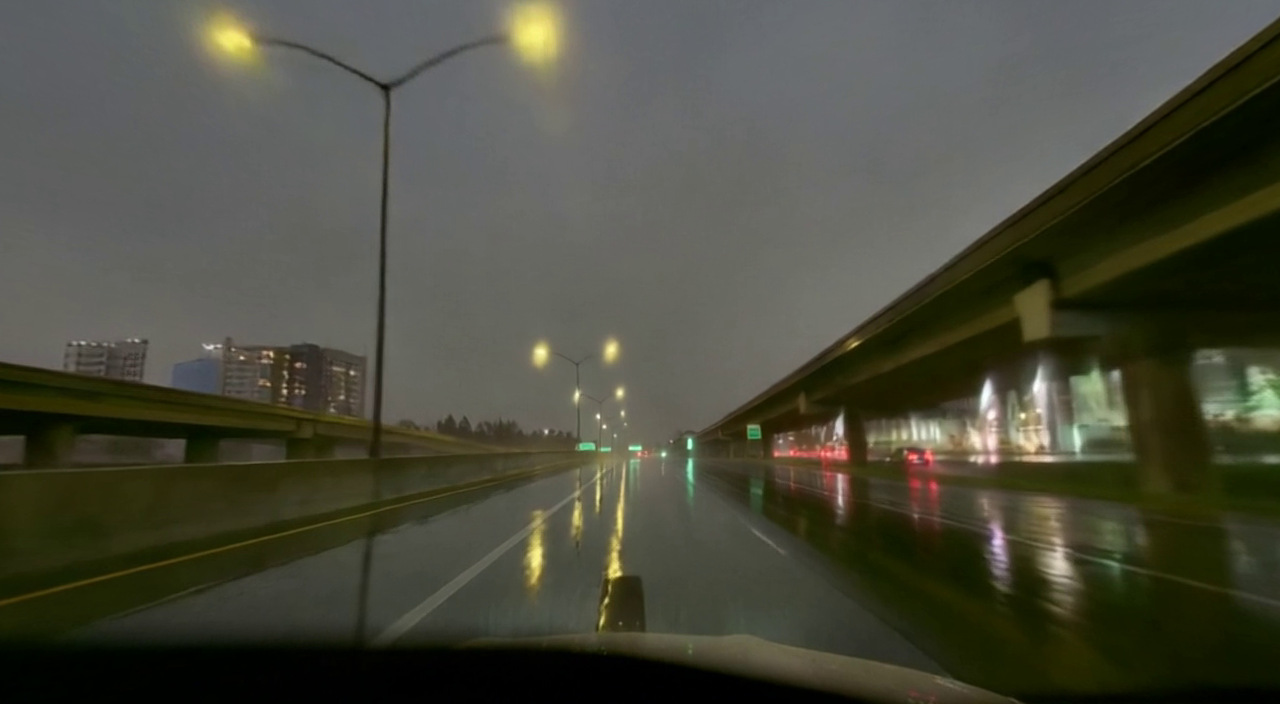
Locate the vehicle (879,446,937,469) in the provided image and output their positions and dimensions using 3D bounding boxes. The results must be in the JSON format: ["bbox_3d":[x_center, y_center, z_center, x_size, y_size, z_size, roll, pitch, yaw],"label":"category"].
[{"bbox_3d":[18.646,7.345,44.209,2.059,1.457,4.537,-1,-9,0],"label":"vehicle"}]
